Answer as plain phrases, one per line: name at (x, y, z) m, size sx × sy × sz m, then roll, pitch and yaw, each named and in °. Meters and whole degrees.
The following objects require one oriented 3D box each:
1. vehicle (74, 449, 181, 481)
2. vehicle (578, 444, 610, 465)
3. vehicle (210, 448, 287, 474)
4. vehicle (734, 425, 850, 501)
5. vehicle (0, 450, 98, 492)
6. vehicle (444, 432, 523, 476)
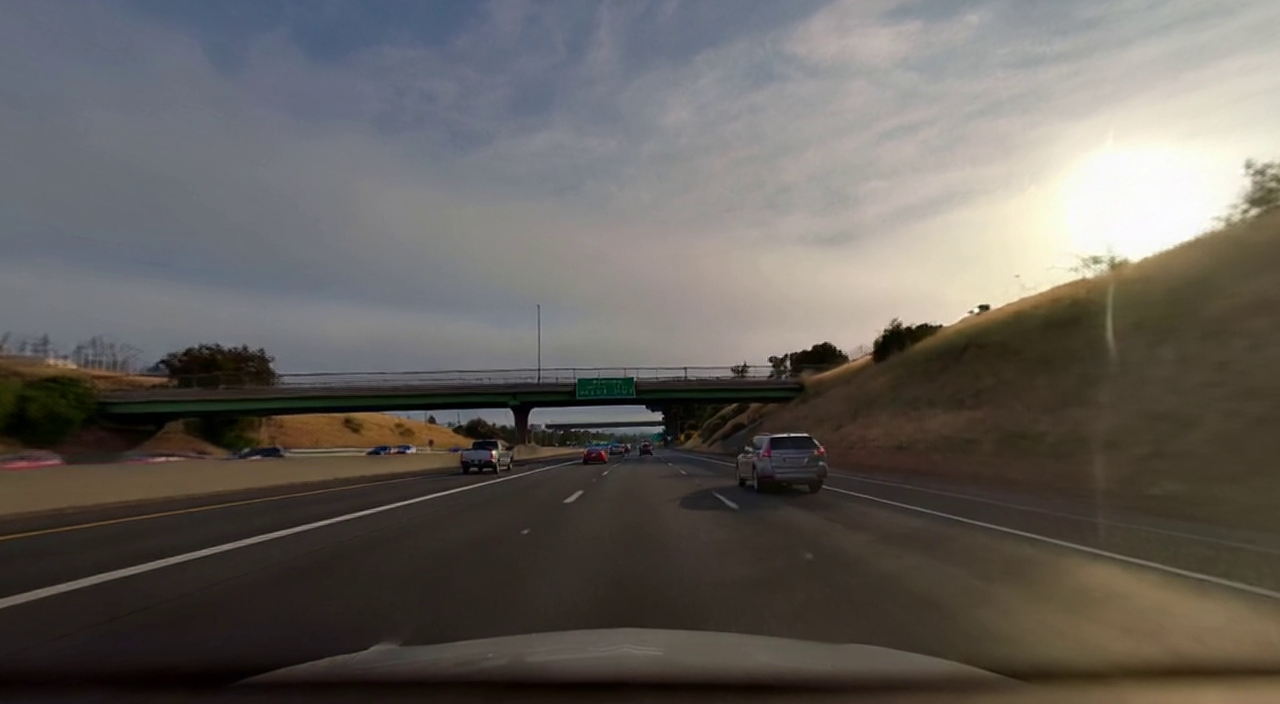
vehicle at (-29.425, 6.460, 36.416) m, size 1.967 × 1.693 × 4.952 m, roll 0°, pitch -9°, yaw 0°
vehicle at (-3.600, 8.071, 49.751) m, size 2.067 × 1.528 × 4.551 m, roll 0°, pitch -9°, yaw 1°
vehicle at (-25.291, 7.021, 40.917) m, size 1.903 × 1.589 × 4.710 m, roll 0°, pitch -9°, yaw 1°
vehicle at (3.867, 2.906, 16.831) m, size 1.990 × 1.735 × 4.276 m, roll 0°, pitch -9°, yaw 0°
vehicle at (-25.511, 4.878, 26.135) m, size 1.914 × 1.556 × 4.594 m, roll 0°, pitch -9°, yaw 0°
vehicle at (-7.610, 5.039, 31.296) m, size 2.341 × 1.959 × 5.684 m, roll 0°, pitch -9°, yaw 1°
